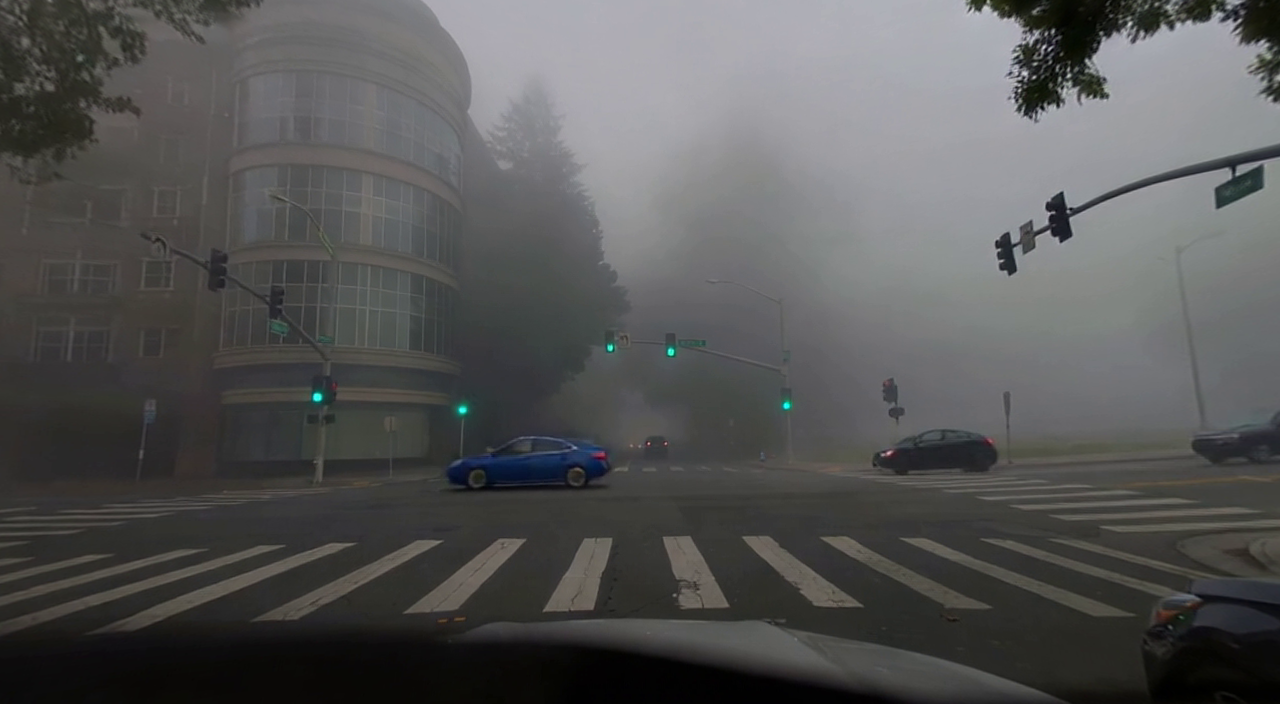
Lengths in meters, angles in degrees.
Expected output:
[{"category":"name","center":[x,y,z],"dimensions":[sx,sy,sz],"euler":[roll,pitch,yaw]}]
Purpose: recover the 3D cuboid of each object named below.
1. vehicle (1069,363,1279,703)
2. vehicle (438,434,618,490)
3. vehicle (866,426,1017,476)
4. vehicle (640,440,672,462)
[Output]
[{"category":"vehicle","center":[2.890,0.672,0.832],"dimensions":[1.947,1.576,3.825],"euler":[0,-8,1]},{"category":"vehicle","center":[-2.959,3.021,17.398],"dimensions":[4.613,1.443,1.883],"euler":[0,-8,0]},{"category":"vehicle","center":[10.539,3.506,22.367],"dimensions":[4.551,1.625,2.053],"euler":[-3,-9,19]},{"category":"vehicle","center":[1.118,7.165,45.556],"dimensions":[2.031,1.442,4.446],"euler":[0,-8,-3]}]
